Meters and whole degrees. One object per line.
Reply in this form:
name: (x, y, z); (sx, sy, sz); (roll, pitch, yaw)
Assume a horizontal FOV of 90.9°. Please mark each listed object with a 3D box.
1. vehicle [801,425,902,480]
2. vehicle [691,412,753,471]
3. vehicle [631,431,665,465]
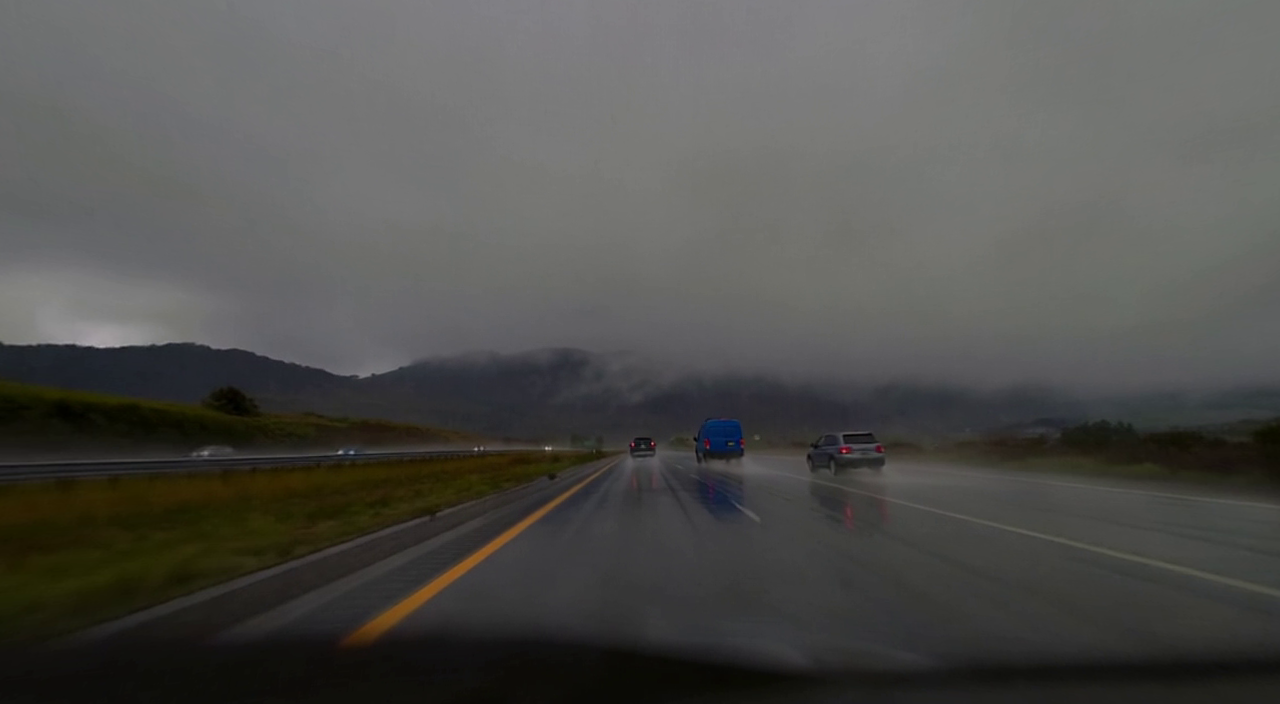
vehicle: (8.054, 3.886, 24.659); (2.240, 1.925, 4.854); (0, -8, 0)
vehicle: (4.007, 4.562, 31.947); (2.302, 2.670, 6.176); (0, -8, 0)
vehicle: (0.523, 6.432, 42.202); (2.131, 2.122, 4.473); (0, -8, 0)
